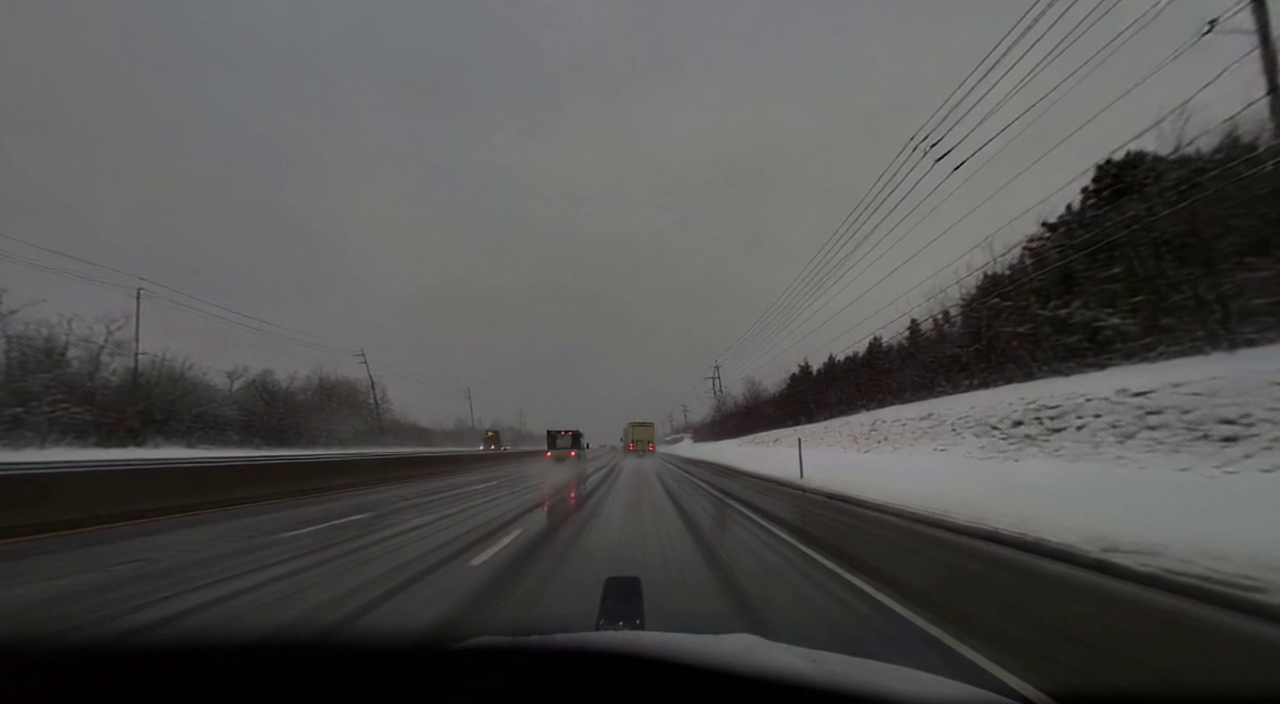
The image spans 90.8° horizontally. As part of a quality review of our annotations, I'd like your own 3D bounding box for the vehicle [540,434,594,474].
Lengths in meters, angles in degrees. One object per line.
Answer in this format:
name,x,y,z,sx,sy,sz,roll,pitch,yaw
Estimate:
vehicle,-3.773,5.388,33.389,2.207,1.949,4.911,0,-9,1
